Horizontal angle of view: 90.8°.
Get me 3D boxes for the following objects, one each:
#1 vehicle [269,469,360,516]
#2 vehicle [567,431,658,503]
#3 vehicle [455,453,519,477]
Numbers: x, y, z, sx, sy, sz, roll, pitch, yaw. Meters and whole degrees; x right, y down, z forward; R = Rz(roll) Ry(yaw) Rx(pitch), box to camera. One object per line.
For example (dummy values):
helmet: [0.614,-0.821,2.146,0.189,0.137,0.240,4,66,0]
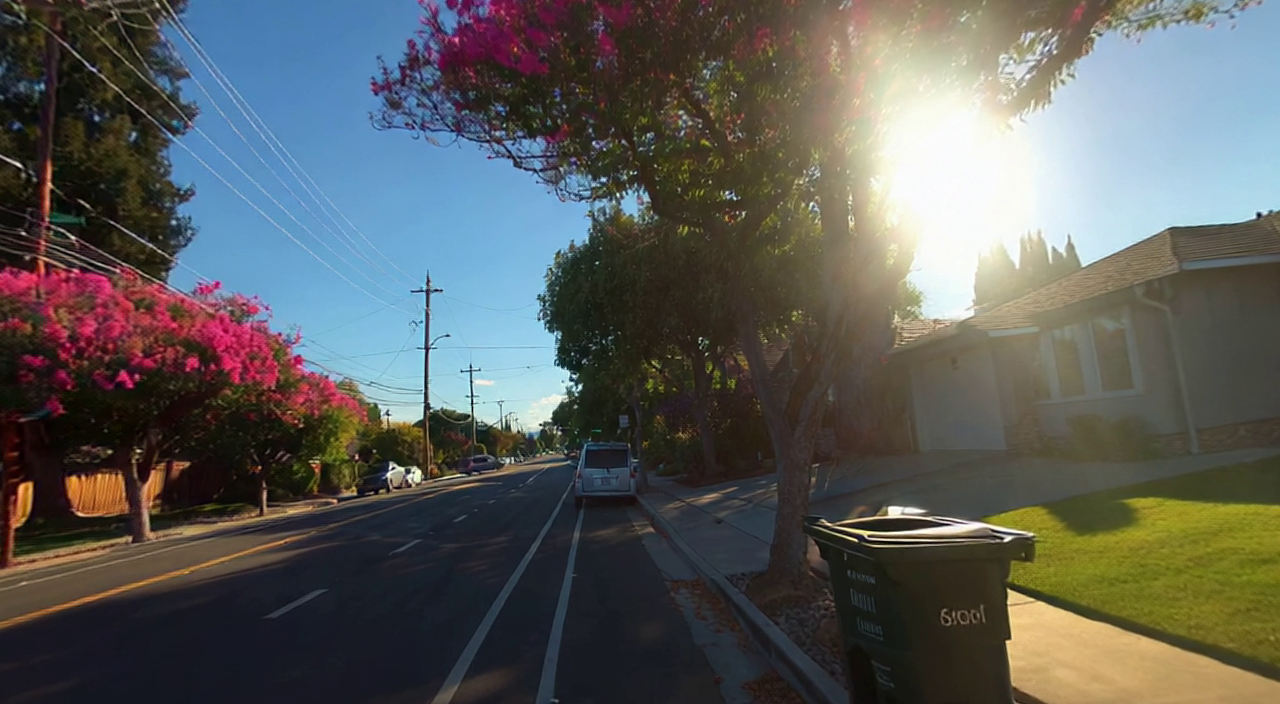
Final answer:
vehicle: [-13.746,5.921,26.989,1.982,1.660,4.142,1,-8,-6]
vehicle: [-0.808,3.082,17.382,2.190,1.708,4.115,0,-8,-4]
vehicle: [-11.767,8.694,48.547,4.723,1.679,2.218,-8,-11,36]
